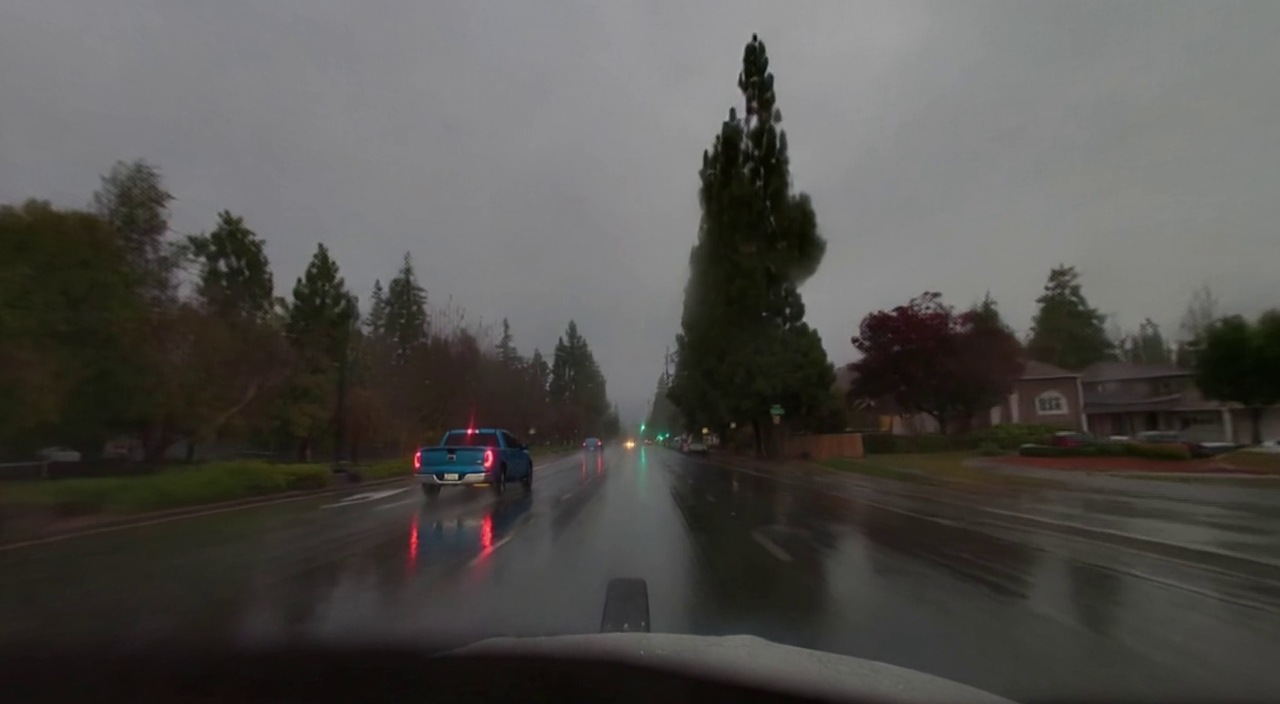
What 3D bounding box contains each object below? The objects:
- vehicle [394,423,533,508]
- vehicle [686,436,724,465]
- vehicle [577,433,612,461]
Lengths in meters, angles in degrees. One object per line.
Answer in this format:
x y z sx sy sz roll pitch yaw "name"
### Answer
-4.080 2.713 15.522 2.002 1.747 4.728 0 -8 0 "vehicle"
4.089 6.237 40.028 2.016 1.736 4.356 0 -8 1 "vehicle"
-3.428 7.249 48.214 2.230 1.987 4.385 0 -8 2 "vehicle"
